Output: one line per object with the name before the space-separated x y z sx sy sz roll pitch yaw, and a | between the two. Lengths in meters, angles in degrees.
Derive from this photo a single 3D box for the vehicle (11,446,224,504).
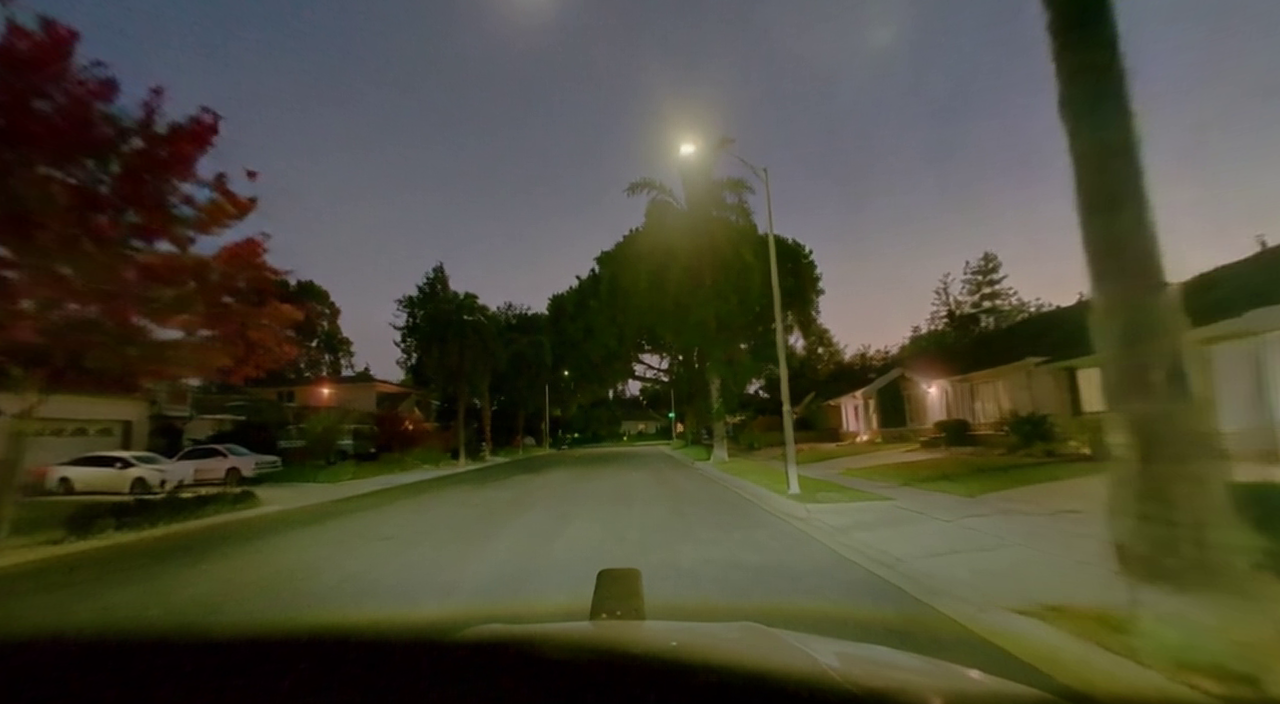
vehicle | -15.246 3.592 18.681 4.358 1.516 2.077 0 -8 -3

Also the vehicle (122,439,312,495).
vehicle | -14.479 3.930 21.888 5.050 1.774 2.031 0 -8 -2
